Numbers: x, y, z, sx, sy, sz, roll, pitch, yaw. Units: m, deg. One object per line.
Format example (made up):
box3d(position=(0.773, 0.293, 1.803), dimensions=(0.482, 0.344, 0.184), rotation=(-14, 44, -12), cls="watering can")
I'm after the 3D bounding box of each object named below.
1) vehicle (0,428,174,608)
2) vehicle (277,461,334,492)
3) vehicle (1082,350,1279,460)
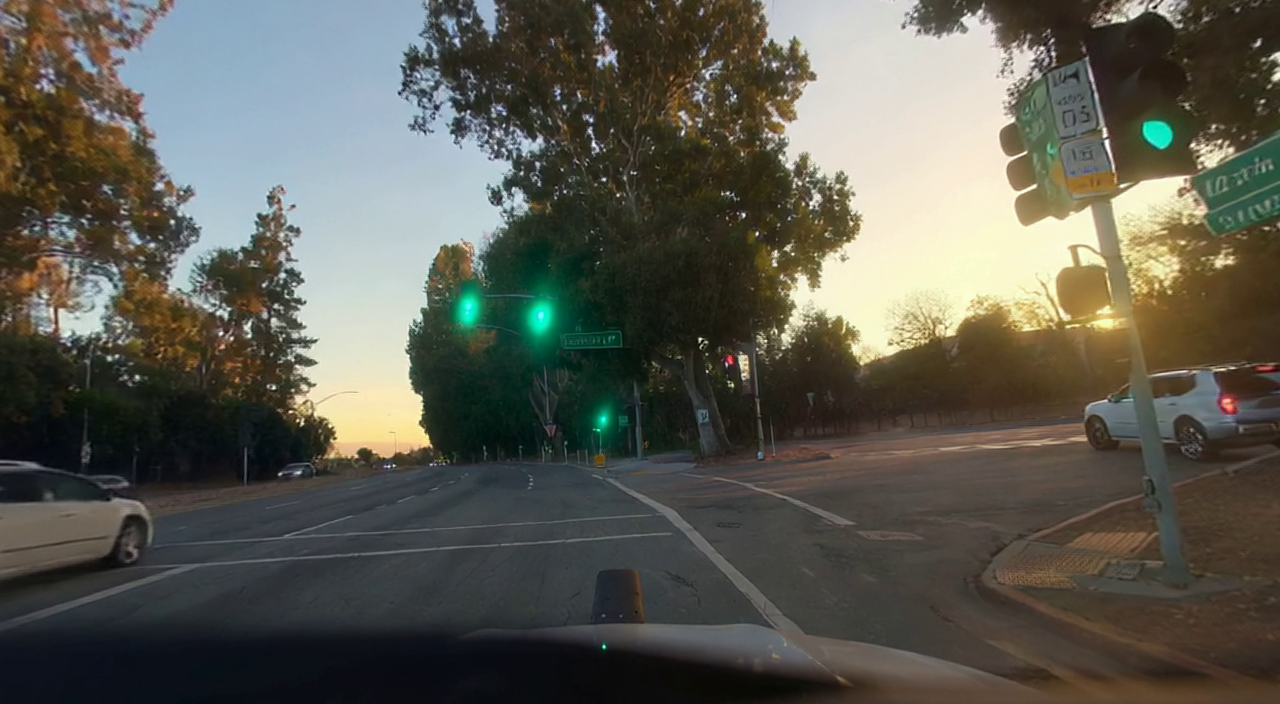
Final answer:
box3d(position=(-7.389, 1.776, 6.716), dimensions=(2.062, 1.740, 4.198), rotation=(-3, -8, -7), cls="vehicle")
box3d(position=(-20.506, 7.595, 38.888), dimensions=(1.986, 1.492, 4.332), rotation=(-3, -8, -13), cls="vehicle")
box3d(position=(10.638, 1.106, 11.800), dimensions=(1.855, 1.669, 4.529), rotation=(-2, -9, 6), cls="vehicle")
